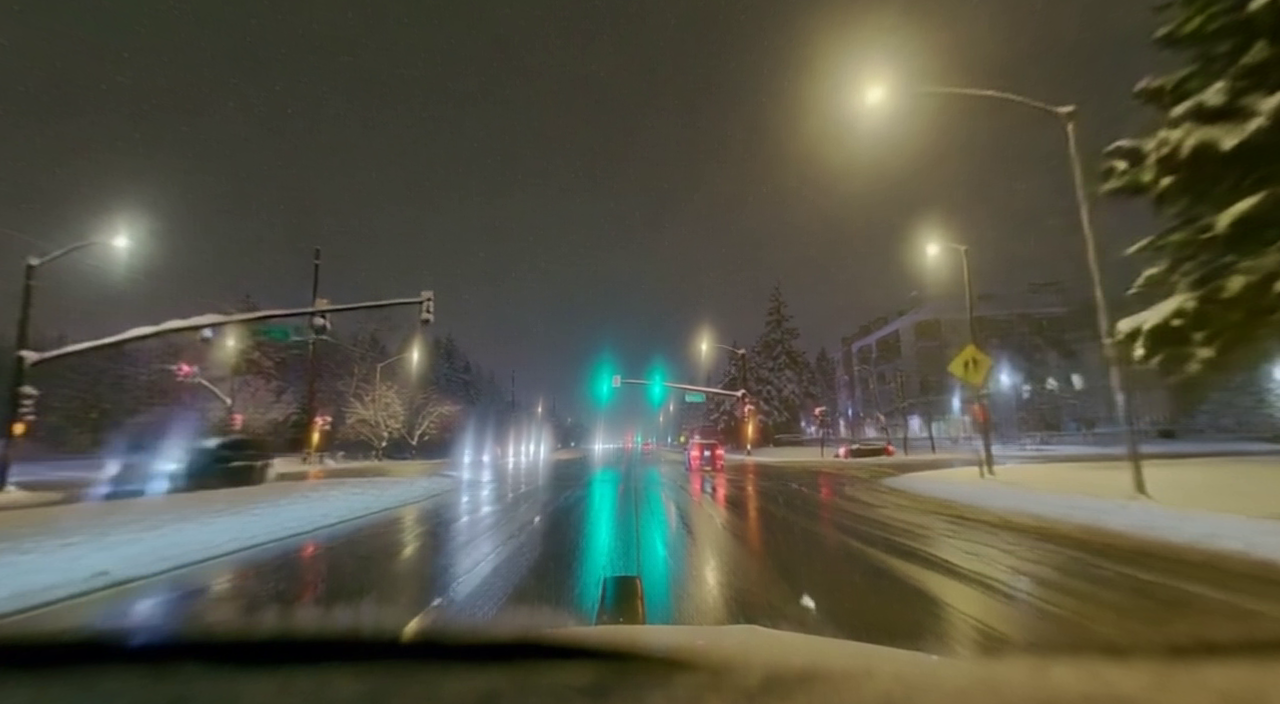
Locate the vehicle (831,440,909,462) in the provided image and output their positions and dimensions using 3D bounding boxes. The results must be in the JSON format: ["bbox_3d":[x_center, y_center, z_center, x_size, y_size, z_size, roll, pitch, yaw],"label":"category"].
[{"bbox_3d":[16.390,7.079,45.238,4.839,1.490,2.134,-1,-9,4],"label":"vehicle"}]

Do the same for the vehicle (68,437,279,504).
[{"bbox_3d":[-11.855,3.021,16.574,2.059,1.503,4.483,0,-8,1],"label":"vehicle"}]

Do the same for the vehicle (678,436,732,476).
[{"bbox_3d":[3.063,5.026,30.836,2.069,1.761,4.610,0,-9,-1],"label":"vehicle"}]

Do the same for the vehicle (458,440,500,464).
[{"bbox_3d":[-12.213,7.635,48.315,1.951,1.759,4.518,0,-9,1],"label":"vehicle"}]
